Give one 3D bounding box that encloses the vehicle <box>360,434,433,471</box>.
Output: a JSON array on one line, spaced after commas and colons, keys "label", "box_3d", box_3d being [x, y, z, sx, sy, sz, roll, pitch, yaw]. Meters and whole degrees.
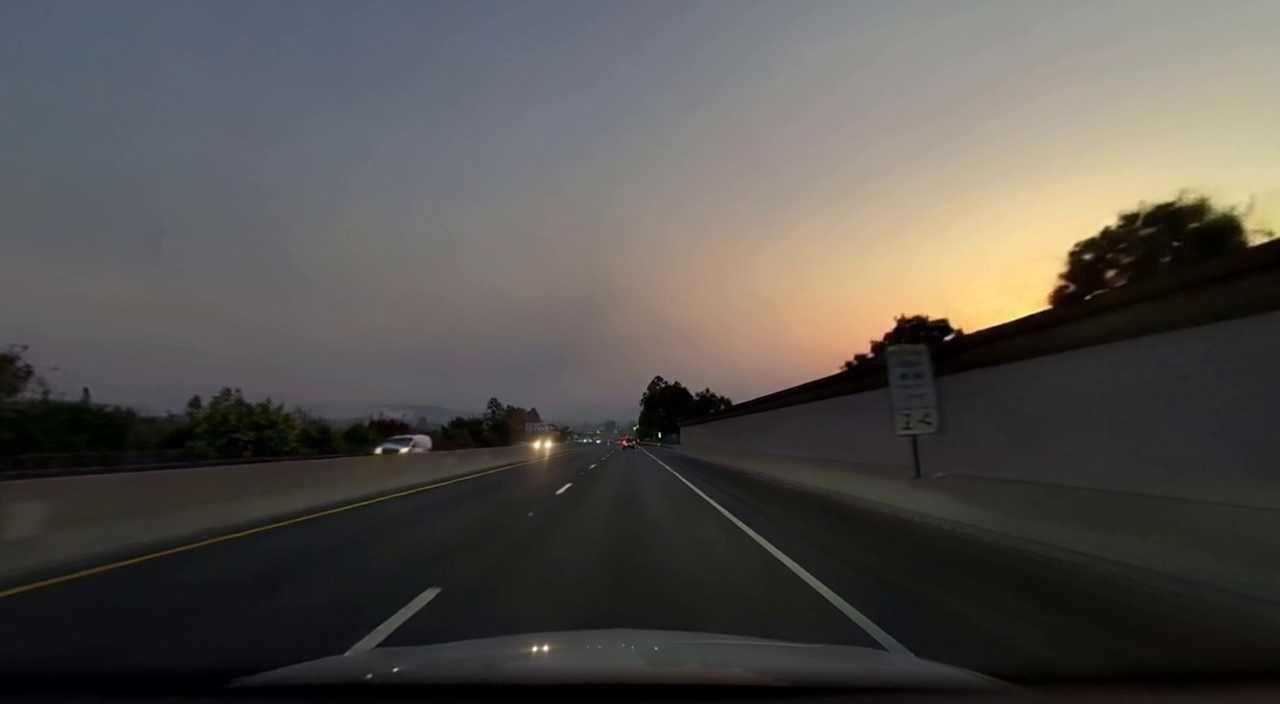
[{"label": "vehicle", "box_3d": [-13.839, 5.698, 36.079, 2.136, 1.968, 5.178, 0, -8, 0]}]
